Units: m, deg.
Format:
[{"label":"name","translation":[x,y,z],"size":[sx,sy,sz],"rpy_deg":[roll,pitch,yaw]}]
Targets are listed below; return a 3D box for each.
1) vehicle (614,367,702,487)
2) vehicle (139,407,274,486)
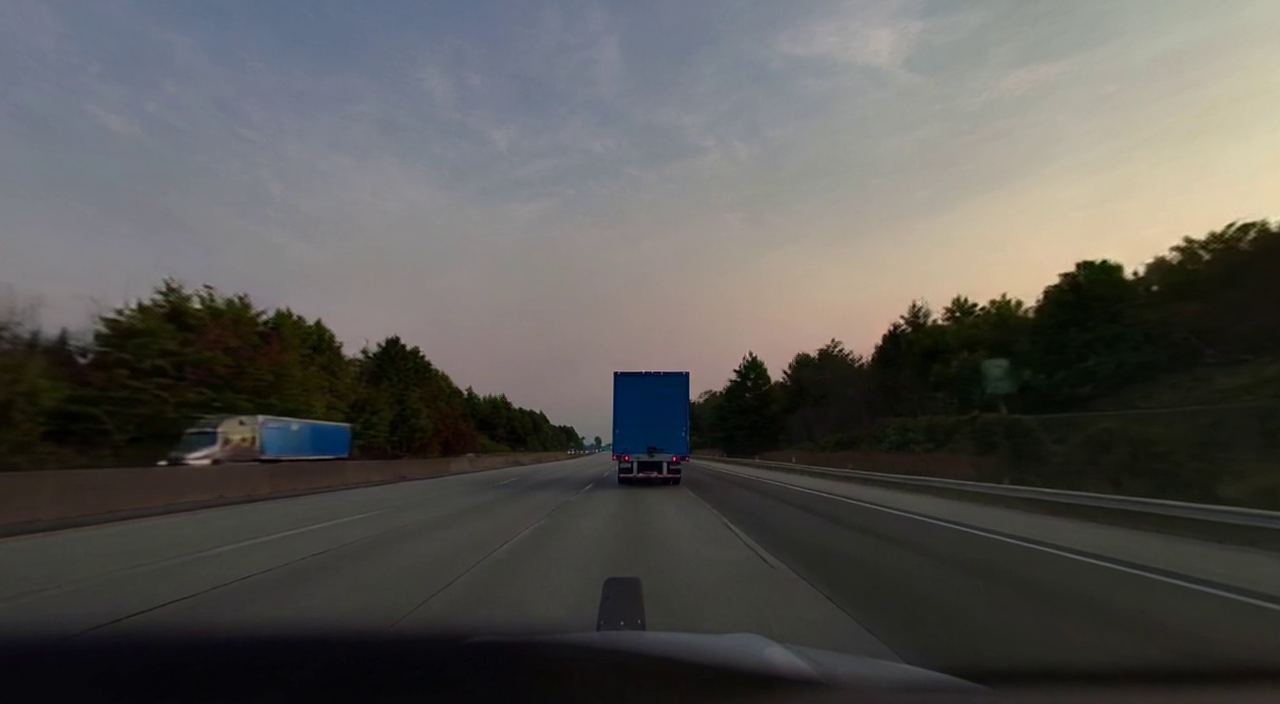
[{"label":"vehicle","translation":[0.537,3.239,25.937],"size":[2.898,3.973,10.063],"rpy_deg":[0,-9,-1]},{"label":"vehicle","translation":[-23.750,5.266,35.016],"size":[2.954,3.945,6.094],"rpy_deg":[0,-9,0]}]
